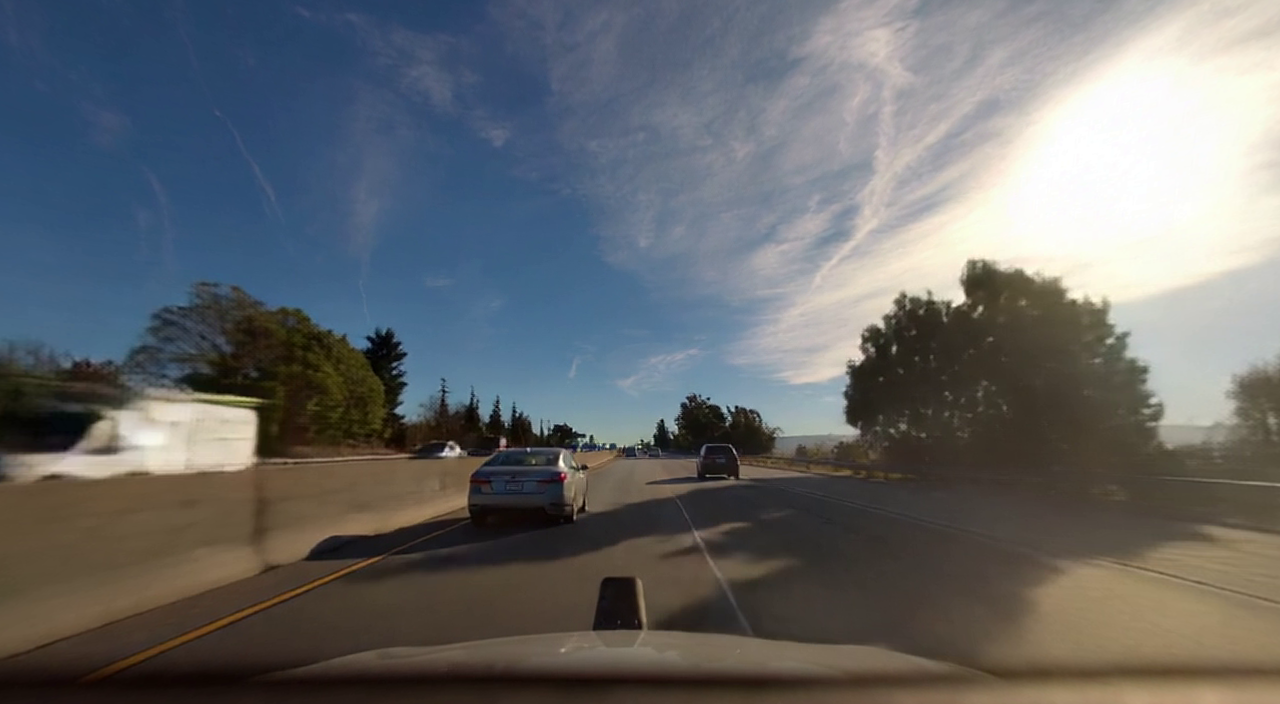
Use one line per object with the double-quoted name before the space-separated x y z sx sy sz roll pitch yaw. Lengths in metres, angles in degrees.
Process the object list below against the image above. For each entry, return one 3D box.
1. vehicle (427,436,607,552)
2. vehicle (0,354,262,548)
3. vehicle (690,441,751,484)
"vehicle" -1.704 2.170 10.260 2.013 1.479 4.169 -1 -9 1
"vehicle" -10.013 1.733 11.002 2.353 2.659 6.887 0 -9 1
"vehicle" 3.057 4.292 24.573 1.910 1.554 3.718 0 -9 0
